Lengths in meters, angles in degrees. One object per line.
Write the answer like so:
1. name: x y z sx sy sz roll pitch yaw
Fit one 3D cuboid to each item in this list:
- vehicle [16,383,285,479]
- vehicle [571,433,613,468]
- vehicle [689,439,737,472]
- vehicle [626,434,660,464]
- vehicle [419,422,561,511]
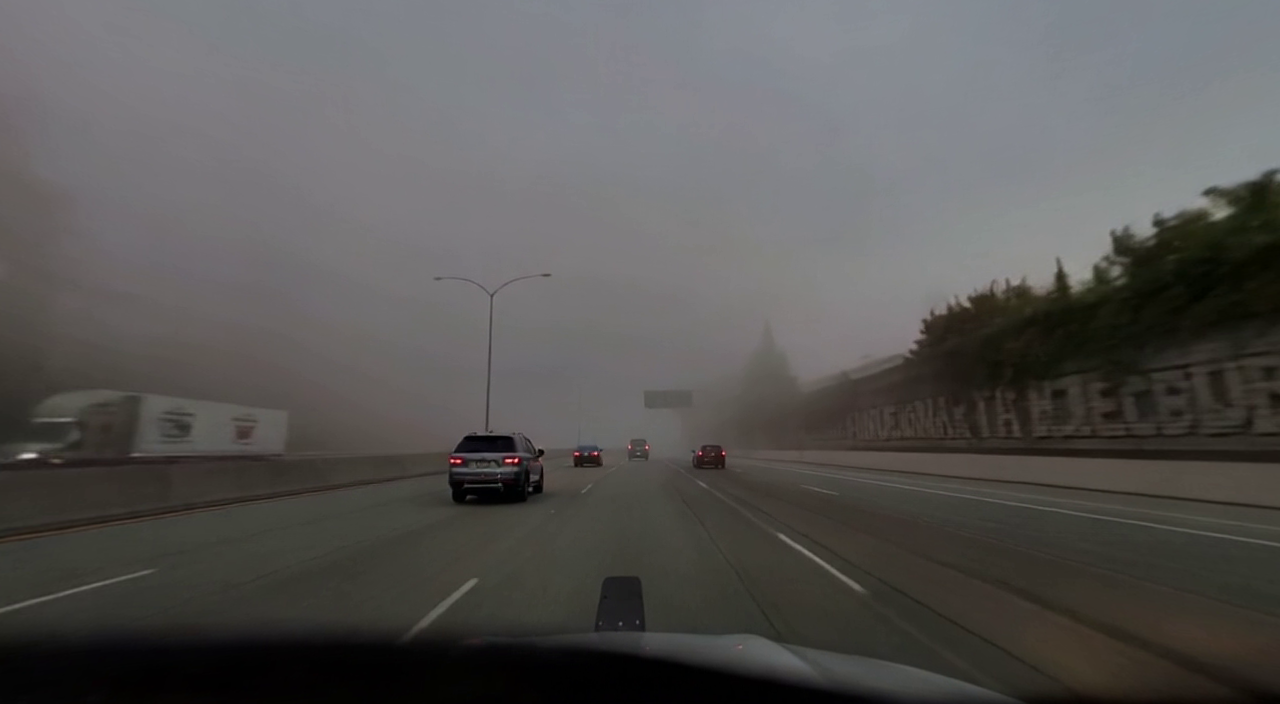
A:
1. vehicle: -24.418 4.362 33.388 2.760 3.977 14.236 0 -9 0
2. vehicle: -3.129 6.569 42.103 2.378 2.214 4.352 0 -9 0
3. vehicle: 4.126 5.979 36.487 2.224 1.752 4.487 0 -9 0
4. vehicle: 0.227 7.553 49.001 2.485 2.215 5.199 0 -9 0
5. vehicle: -3.478 2.797 15.907 2.184 1.819 5.441 0 -9 1
